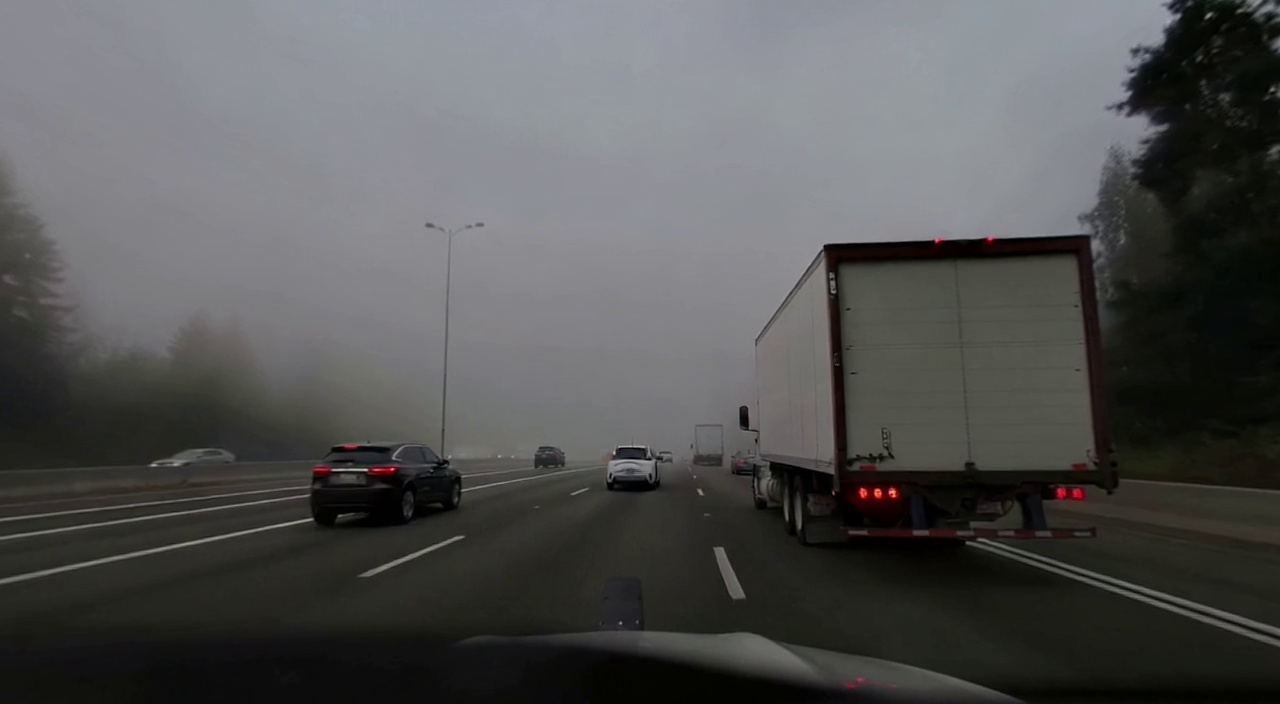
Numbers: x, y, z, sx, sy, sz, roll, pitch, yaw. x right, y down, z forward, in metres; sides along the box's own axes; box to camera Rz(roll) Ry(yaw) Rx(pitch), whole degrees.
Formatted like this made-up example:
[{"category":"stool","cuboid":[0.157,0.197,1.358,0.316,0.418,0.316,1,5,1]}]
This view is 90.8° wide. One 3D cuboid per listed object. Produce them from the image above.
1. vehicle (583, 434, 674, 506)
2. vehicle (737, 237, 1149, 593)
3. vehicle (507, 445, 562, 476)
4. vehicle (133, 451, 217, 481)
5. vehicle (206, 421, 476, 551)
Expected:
[{"category":"vehicle","cuboid":[-0.161,3.208,17.658,2.103,1.717,4.399,-1,-9,5]},{"category":"vehicle","cuboid":[3.577,1.205,10.608,2.836,3.508,8.723,0,-9,2]},{"category":"vehicle","cuboid":[-5.907,6.112,35.869,1.958,1.633,4.568,-1,-9,5]},{"category":"vehicle","cuboid":[-23.216,5.660,31.669,1.480,1.368,3.325,-1,-9,5]},{"category":"vehicle","cuboid":[-4.617,2.134,10.827,1.988,1.696,4.754,-1,-9,5]}]
